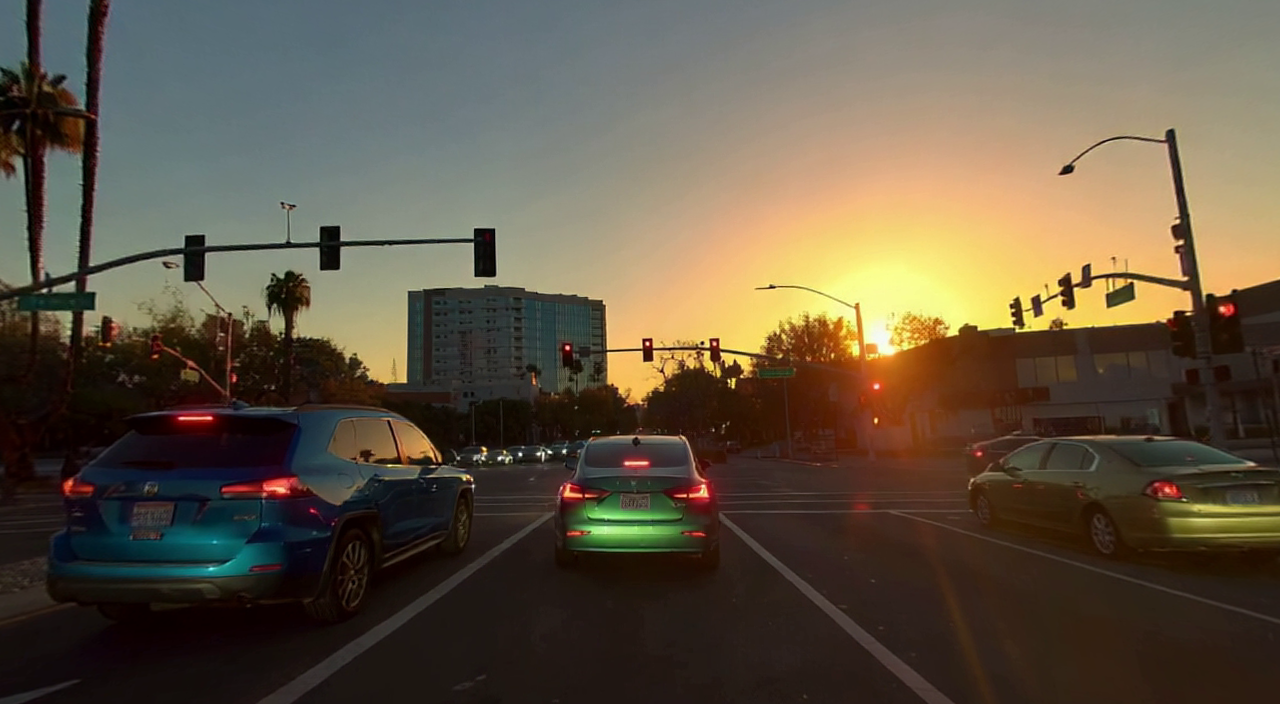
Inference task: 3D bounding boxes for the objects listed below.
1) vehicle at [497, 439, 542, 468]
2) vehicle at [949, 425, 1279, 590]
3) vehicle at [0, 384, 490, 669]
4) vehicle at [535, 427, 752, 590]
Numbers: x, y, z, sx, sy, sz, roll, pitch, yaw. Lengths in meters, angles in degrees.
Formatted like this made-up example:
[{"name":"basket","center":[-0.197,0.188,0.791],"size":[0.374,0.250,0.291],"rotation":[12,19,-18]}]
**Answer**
[{"name":"vehicle","center":[-7.934,6.702,42.019],"size":[2.130,1.810,4.450],"rotation":[-2,-8,1]},{"name":"vehicle","center":[6.097,1.759,8.095],"size":[1.970,1.489,4.482],"rotation":[0,-8,-1]},{"name":"vehicle","center":[-3.099,1.367,6.083],"size":[2.051,1.682,4.467],"rotation":[0,-8,2]},{"name":"vehicle","center":[0.001,1.701,7.731],"size":[1.942,1.445,3.973],"rotation":[0,-8,-1]}]
